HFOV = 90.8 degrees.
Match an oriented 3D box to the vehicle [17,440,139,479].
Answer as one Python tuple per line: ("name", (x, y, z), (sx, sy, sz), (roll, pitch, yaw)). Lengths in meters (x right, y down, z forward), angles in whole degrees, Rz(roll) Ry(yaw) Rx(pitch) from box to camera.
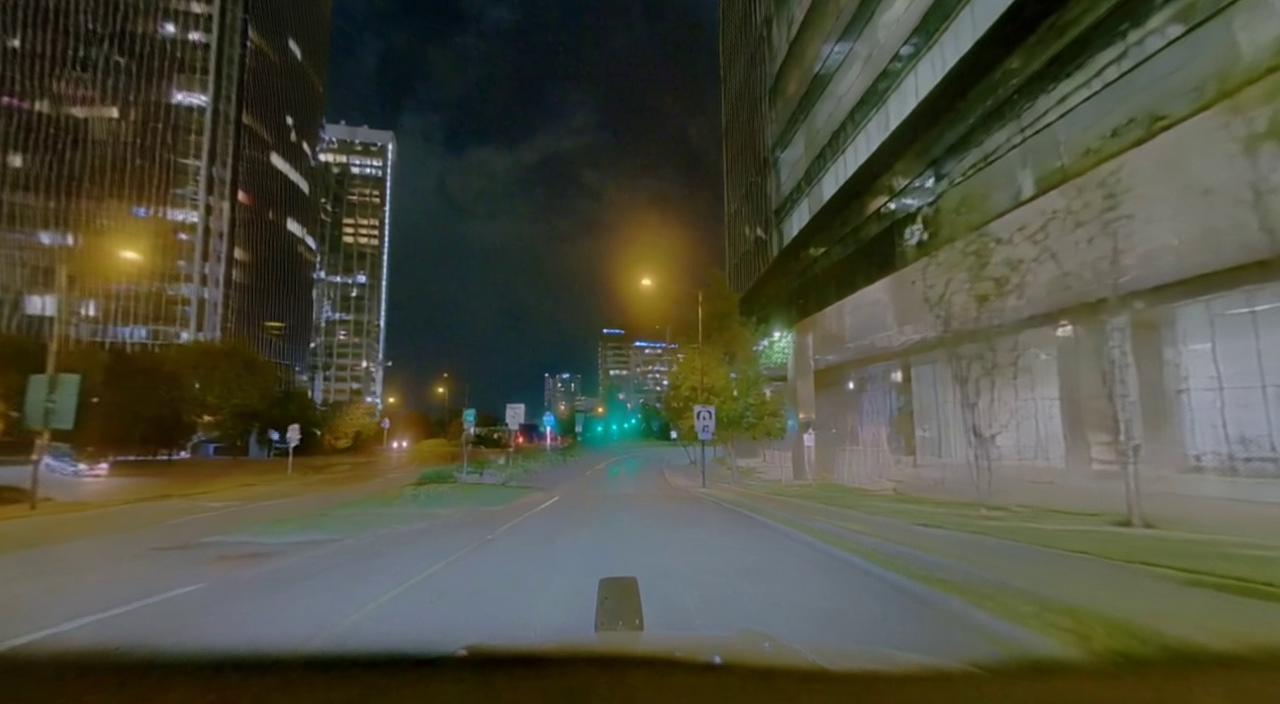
("vehicle", (-27.128, 5.163, 30.526), (4.473, 1.778, 2.125), (-2, -9, 15))
